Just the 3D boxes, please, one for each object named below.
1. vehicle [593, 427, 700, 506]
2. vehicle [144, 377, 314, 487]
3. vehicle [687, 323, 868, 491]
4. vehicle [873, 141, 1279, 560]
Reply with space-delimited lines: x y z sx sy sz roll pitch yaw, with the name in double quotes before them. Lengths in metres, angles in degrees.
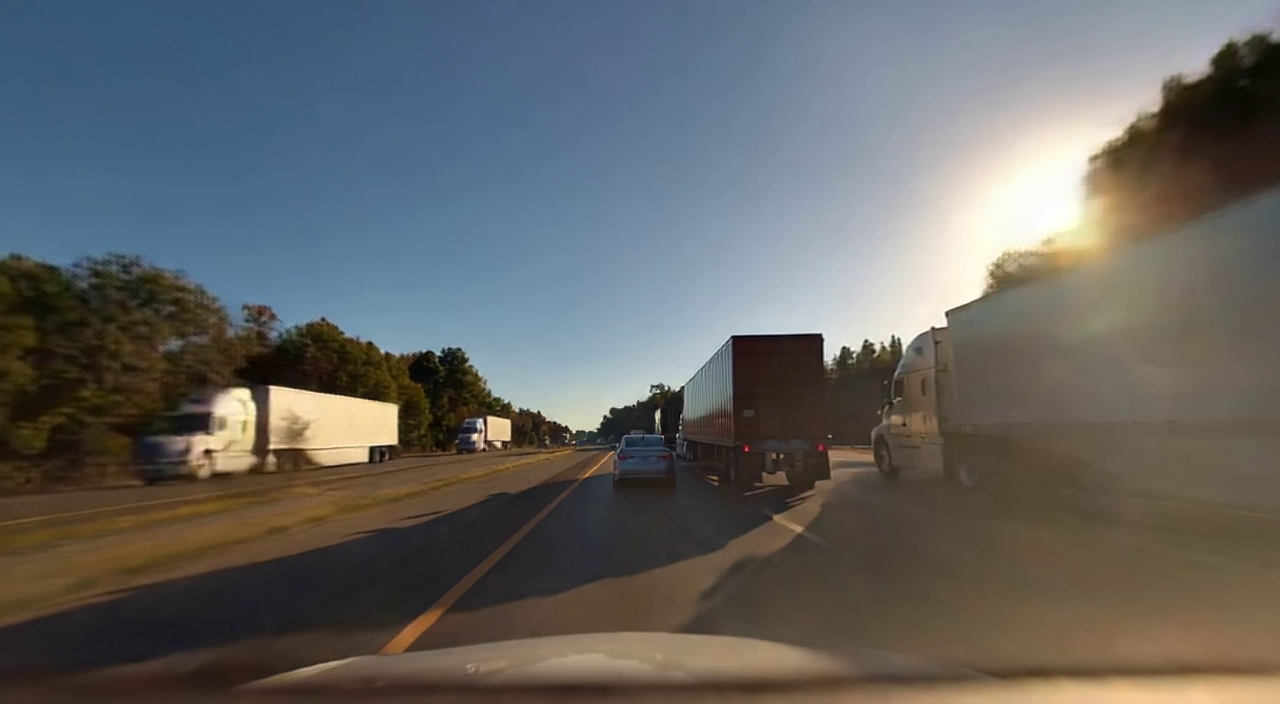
"vehicle" 0.073 2.425 13.873 2.038 1.477 3.773 0 -7 -2
"vehicle" -16.720 3.325 26.274 2.962 4.015 5.938 0 -8 -1
"vehicle" 3.870 2.232 22.491 2.888 4.099 14.183 0 -7 -2
"vehicle" 8.134 0.454 10.153 3.110 4.308 14.260 0 -7 -1
